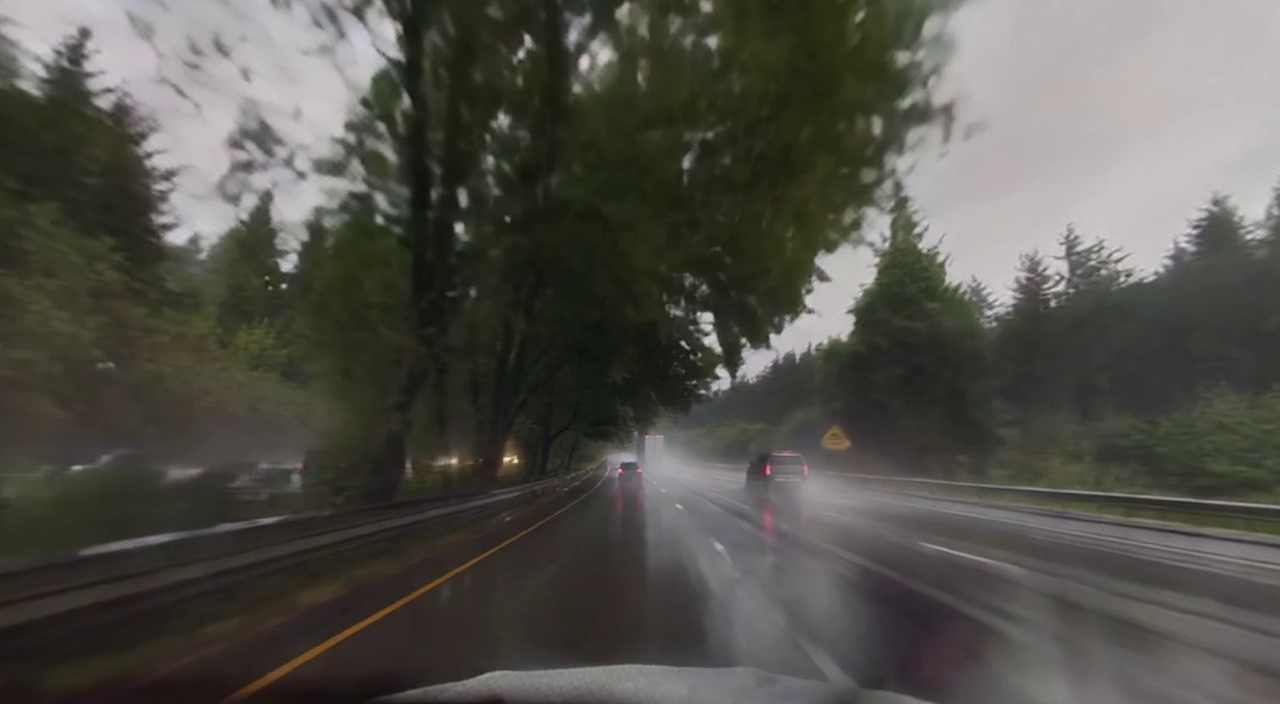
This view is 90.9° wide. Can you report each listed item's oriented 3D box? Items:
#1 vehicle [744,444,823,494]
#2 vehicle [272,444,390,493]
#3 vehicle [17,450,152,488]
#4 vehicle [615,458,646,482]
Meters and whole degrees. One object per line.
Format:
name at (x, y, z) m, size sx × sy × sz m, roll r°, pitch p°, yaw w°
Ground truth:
vehicle at (5.591, 4.681, 25.227) m, size 1.998 × 1.776 × 4.663 m, roll 1°, pitch -10°, yaw -1°
vehicle at (-11.398, 4.368, 23.710) m, size 1.952 × 1.618 × 4.859 m, roll 1°, pitch -10°, yaw 0°
vehicle at (-27.516, 5.855, 31.518) m, size 1.980 × 1.699 × 5.236 m, roll 1°, pitch -10°, yaw -1°
vehicle at (-0.700, 8.004, 42.821) m, size 1.987 × 1.467 × 3.903 m, roll 1°, pitch -10°, yaw -2°
